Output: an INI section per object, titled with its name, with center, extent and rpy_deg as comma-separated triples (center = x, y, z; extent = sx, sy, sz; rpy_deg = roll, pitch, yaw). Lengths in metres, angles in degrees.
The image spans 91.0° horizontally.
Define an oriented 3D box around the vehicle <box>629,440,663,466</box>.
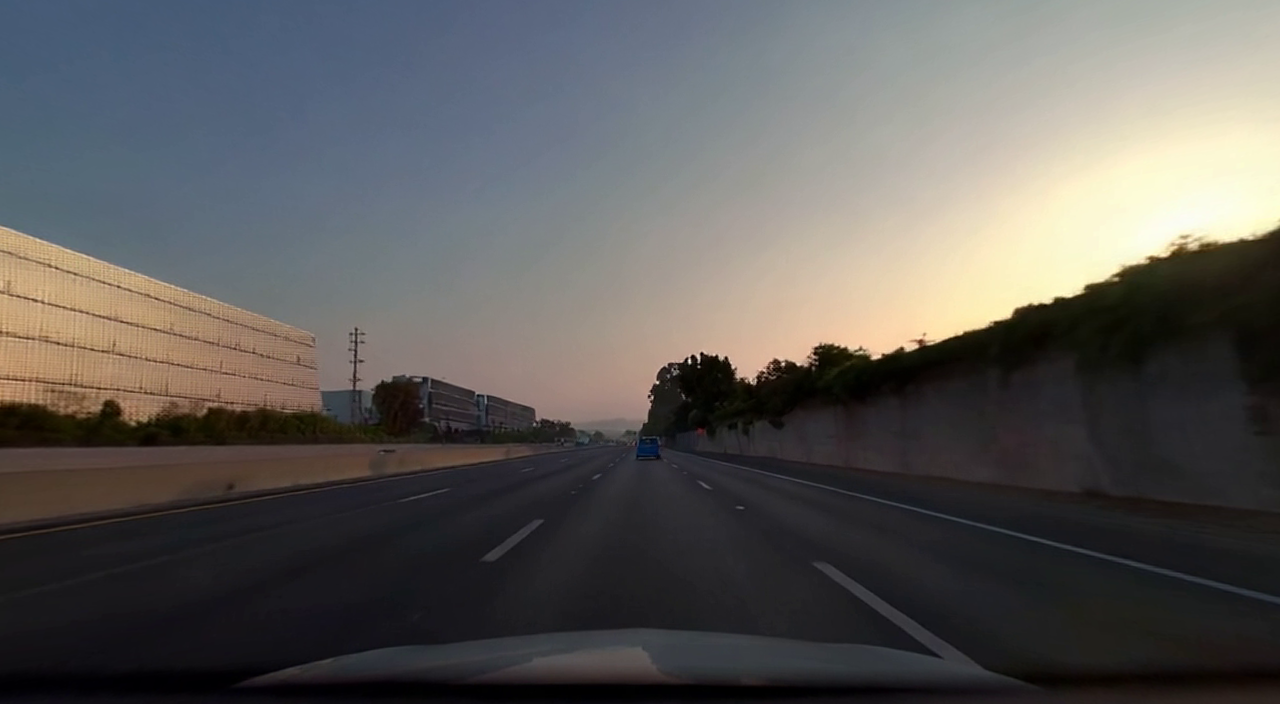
[vehicle]
center = 0.351, 6.109, 38.254
extent = 1.997, 1.484, 3.409
rpy_deg = 0, -8, 0
